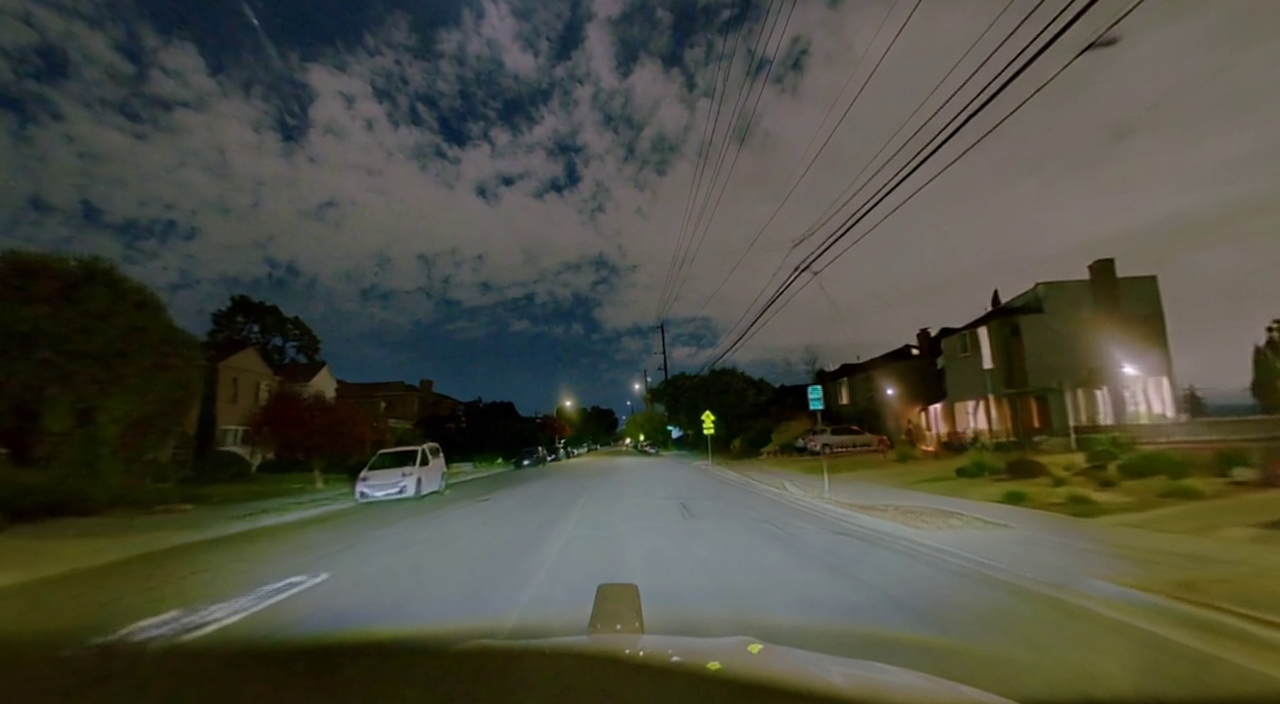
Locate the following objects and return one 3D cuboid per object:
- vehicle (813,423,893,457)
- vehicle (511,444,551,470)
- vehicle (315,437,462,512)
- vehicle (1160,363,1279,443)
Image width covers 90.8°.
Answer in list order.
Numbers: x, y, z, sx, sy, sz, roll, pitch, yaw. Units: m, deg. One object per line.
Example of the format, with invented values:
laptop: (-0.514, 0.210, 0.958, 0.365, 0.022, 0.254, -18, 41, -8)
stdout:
vehicle: (13.031, 5.411, 38.700, 4.145, 1.767, 1.880, -8, -9, 29)
vehicle: (-7.453, 7.214, 43.539, 2.041, 1.587, 3.920, -2, -8, 0)
vehicle: (-6.924, 3.391, 18.167, 2.162, 1.757, 5.201, -2, -8, -1)
vehicle: (30.470, 2.512, 30.179, 2.916, 3.552, 9.445, 0, -8, -2)
